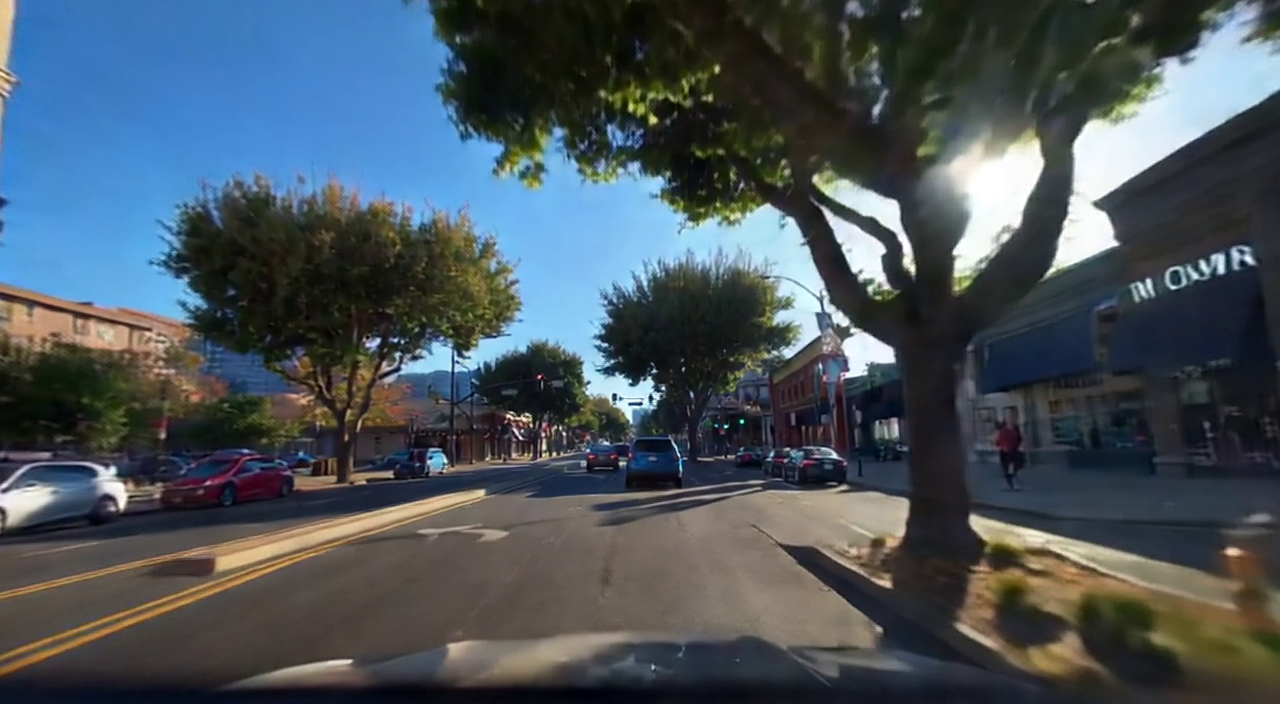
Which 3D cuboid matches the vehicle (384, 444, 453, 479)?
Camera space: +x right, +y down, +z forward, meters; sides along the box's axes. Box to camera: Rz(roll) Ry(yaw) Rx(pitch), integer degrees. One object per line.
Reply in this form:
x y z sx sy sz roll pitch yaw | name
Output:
-13.321 6.605 38.444 2.197 1.985 5.183 -1 -8 2 | vehicle

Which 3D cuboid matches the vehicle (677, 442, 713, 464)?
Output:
3.854 7.161 44.780 2.209 1.478 4.138 0 -8 0 | vehicle

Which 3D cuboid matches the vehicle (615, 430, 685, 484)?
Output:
0.343 3.924 23.856 2.382 1.796 4.610 0 -8 0 | vehicle

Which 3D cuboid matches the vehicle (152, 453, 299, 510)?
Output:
-13.690 4.269 21.277 1.934 1.639 4.387 0 -8 0 | vehicle

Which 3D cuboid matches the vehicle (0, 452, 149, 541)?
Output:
-13.712 3.134 13.913 2.148 1.694 4.561 -3 -8 0 | vehicle

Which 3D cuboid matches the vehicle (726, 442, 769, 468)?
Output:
6.872 6.633 40.867 1.986 1.515 4.265 0 -9 0 | vehicle

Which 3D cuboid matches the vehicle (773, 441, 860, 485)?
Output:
6.542 4.159 23.993 2.048 1.484 4.709 -1 -9 2 | vehicle
